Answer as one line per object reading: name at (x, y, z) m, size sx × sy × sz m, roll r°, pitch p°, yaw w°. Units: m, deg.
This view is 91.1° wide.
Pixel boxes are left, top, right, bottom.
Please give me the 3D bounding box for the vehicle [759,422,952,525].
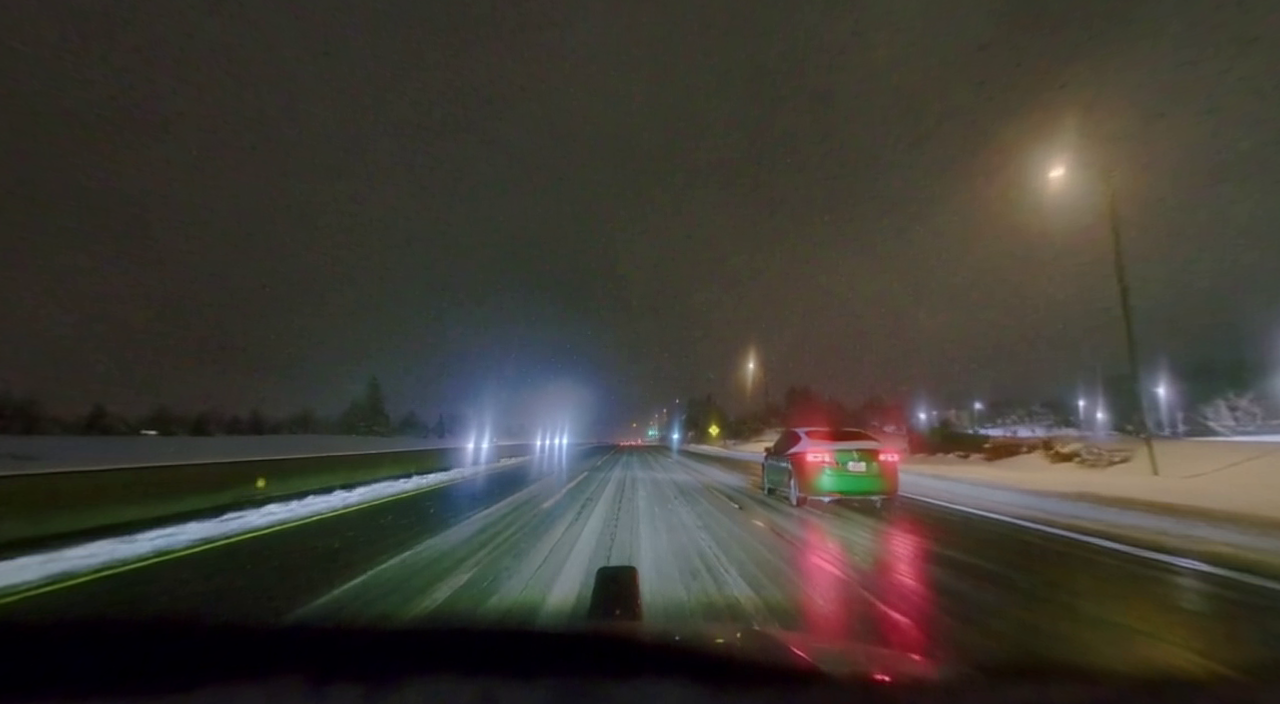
vehicle at (3.533, 2.042, 11.208) m, size 1.946 × 1.481 × 3.969 m, roll 0°, pitch -8°, yaw -1°
